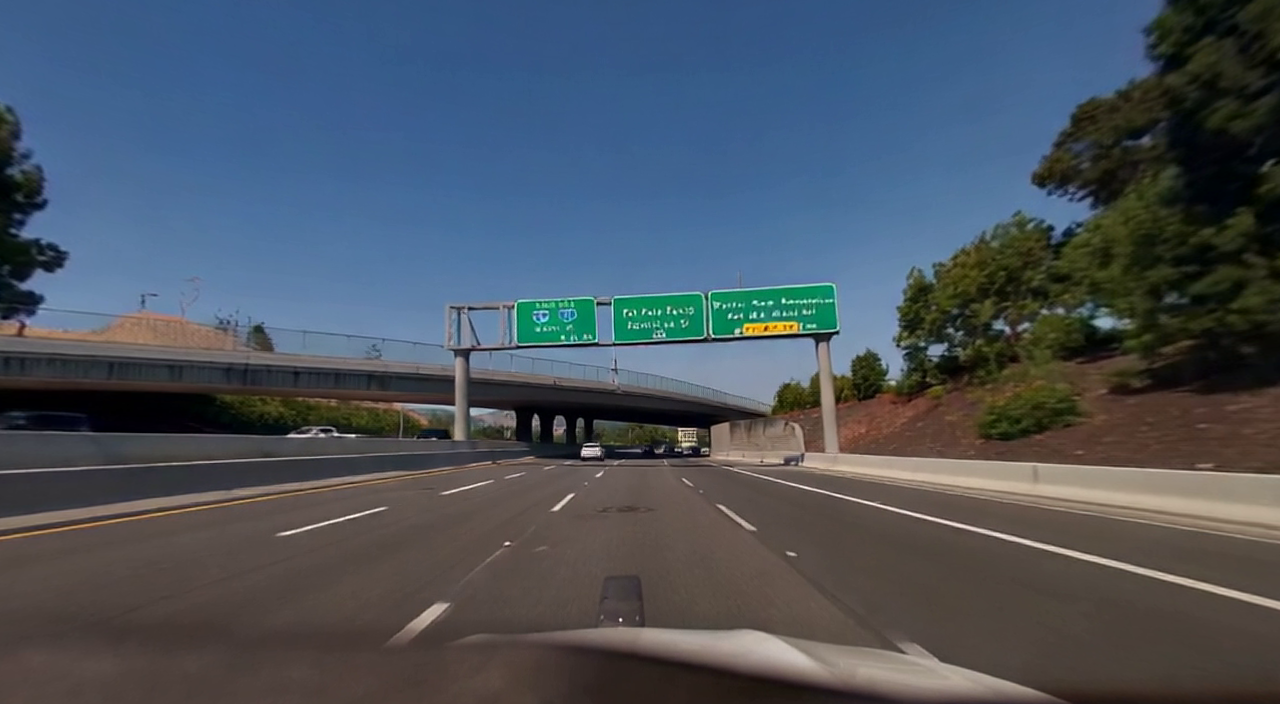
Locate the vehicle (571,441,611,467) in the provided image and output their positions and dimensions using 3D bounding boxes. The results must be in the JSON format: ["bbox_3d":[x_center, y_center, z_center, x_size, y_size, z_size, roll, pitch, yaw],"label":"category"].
[{"bbox_3d":[-3.034,6.445,40.021,2.088,1.565,4.410,0,-8,2],"label":"vehicle"}]

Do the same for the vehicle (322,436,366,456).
[{"bbox_3d":[-22.190,7.072,47.319,1.576,1.373,3.447,0,-8,2],"label":"vehicle"}]
